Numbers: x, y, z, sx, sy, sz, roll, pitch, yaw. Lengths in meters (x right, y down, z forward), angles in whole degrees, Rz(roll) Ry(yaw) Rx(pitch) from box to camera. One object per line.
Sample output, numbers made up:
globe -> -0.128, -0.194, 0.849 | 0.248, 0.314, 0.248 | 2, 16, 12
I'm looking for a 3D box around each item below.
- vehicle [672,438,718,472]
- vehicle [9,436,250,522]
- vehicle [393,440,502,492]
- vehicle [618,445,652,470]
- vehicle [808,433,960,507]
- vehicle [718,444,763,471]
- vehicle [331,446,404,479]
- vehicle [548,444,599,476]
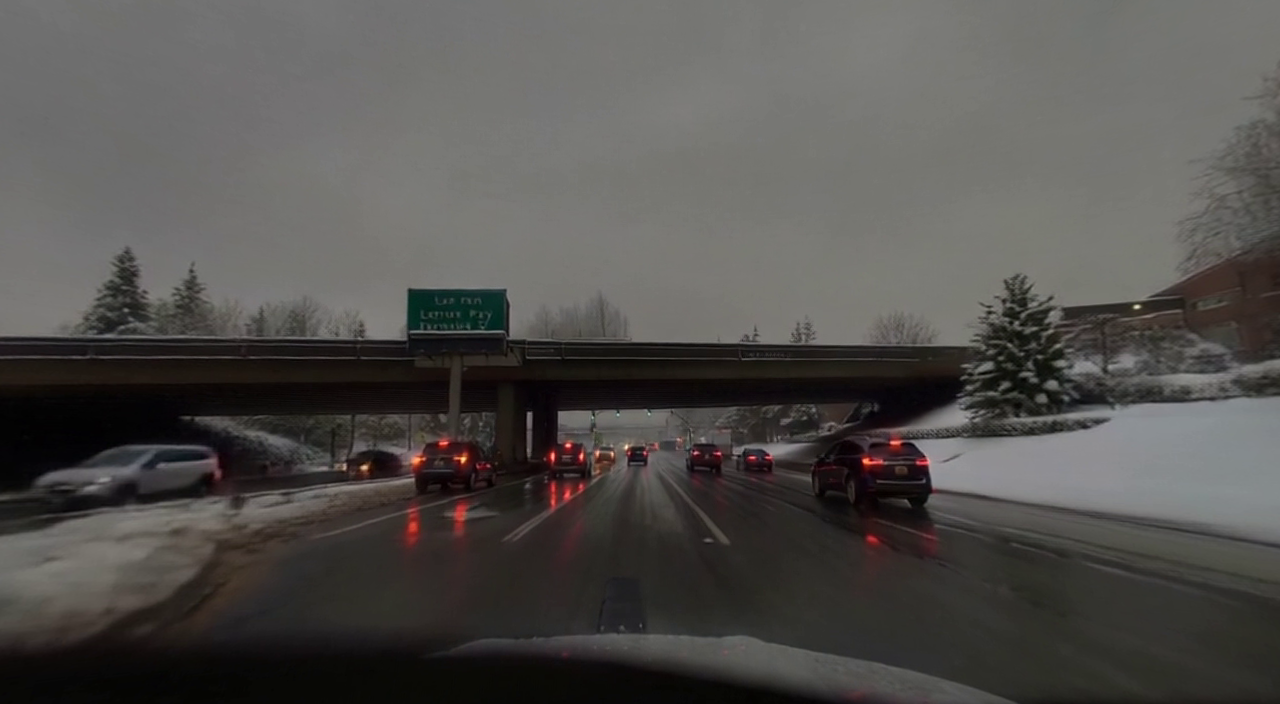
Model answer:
vehicle -> 3.004, 5.733, 35.112 | 2.034, 1.762, 4.420 | 0, -9, -1
vehicle -> -11.760, 2.911, 15.000 | 1.993, 1.718, 4.396 | 0, -9, 0
vehicle -> -6.073, 3.640, 20.422 | 2.070, 1.488, 4.376 | 0, -8, 1
vehicle -> -0.317, 6.545, 39.056 | 2.026, 1.453, 3.780 | 0, -8, 0
vehicle -> 6.021, 2.959, 16.214 | 2.056, 1.624, 4.498 | 0, -8, -1
vehicle -> 6.072, 6.439, 38.438 | 1.924, 1.527, 4.268 | 0, -8, -2
vehicle -> -15.227, 6.183, 35.374 | 2.015, 1.722, 4.640 | 0, -9, 1
vehicle -> -3.268, 5.390, 31.679 | 2.041, 1.466, 4.212 | 0, -8, 1
